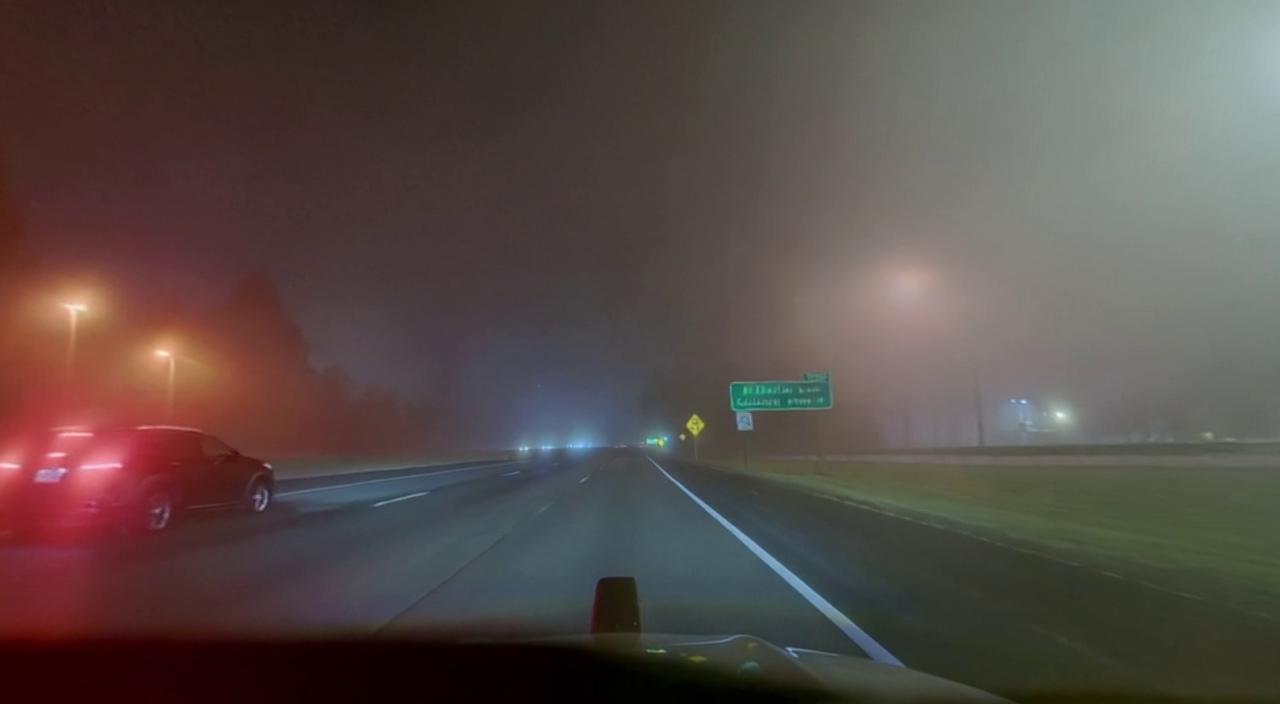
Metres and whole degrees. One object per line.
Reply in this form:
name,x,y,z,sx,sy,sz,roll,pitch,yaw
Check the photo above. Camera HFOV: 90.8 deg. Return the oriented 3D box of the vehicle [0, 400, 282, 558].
vehicle,-8.065,1.814,9.754,2.231,1.807,4.758,0,-8,0
